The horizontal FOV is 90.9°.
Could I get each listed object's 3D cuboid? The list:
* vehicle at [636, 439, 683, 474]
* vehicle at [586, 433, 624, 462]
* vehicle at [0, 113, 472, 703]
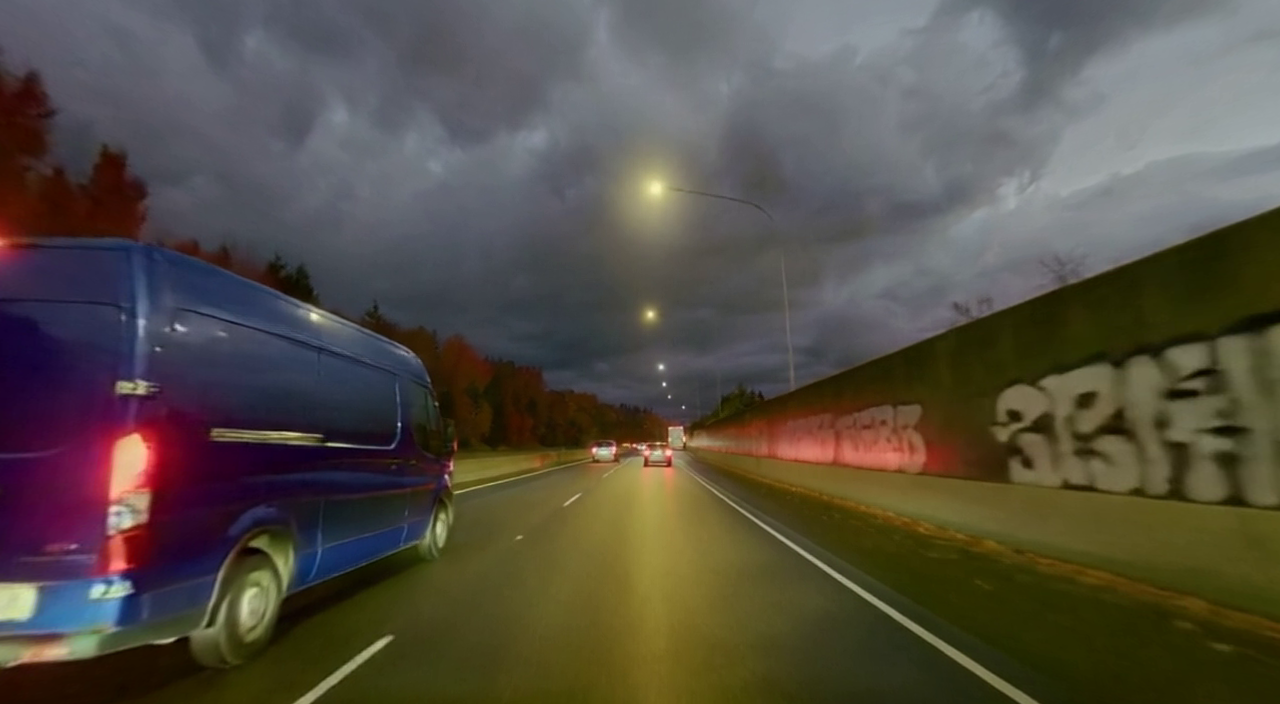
[{"bbox_3d":[0.894,4.850,29.498,2.071,1.487,3.948,0,-8,1],"label":"vehicle"},{"bbox_3d":[-2.498,7.025,46.421,2.199,1.973,5.078,0,-8,3],"label":"vehicle"},{"bbox_3d":[-3.564,0.747,5.648,2.297,2.687,6.317,0,-8,1],"label":"vehicle"}]
